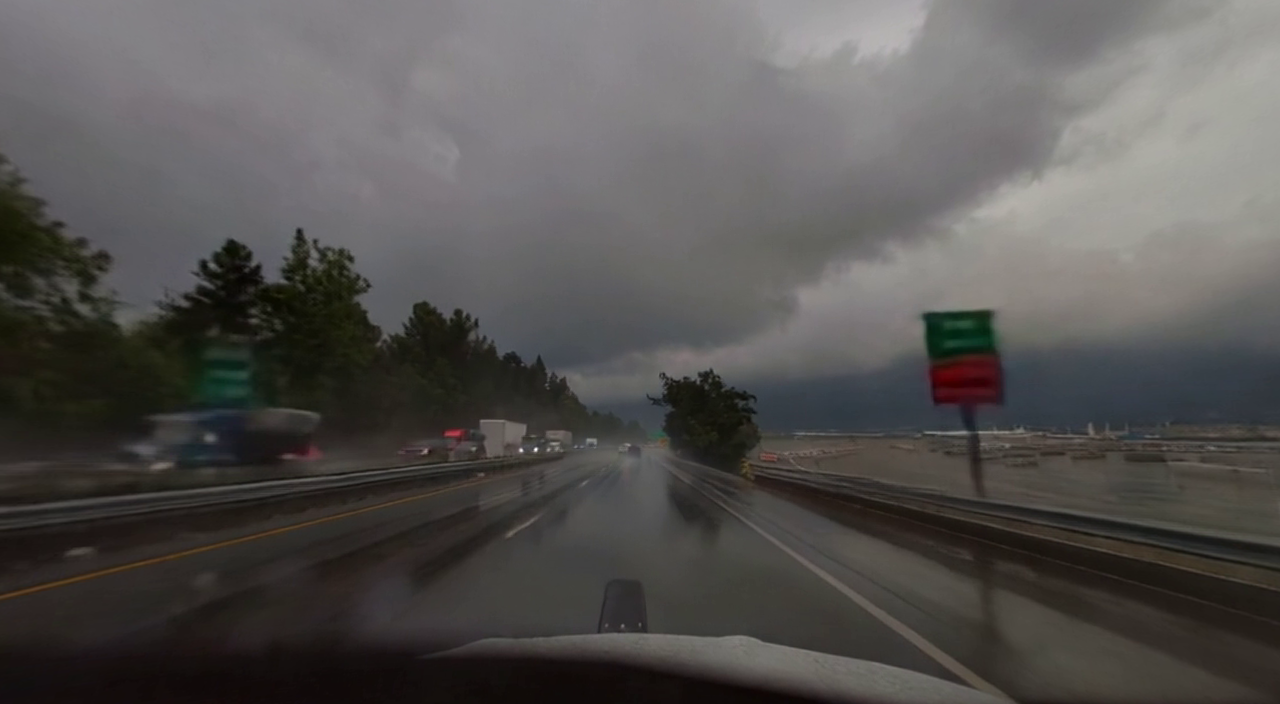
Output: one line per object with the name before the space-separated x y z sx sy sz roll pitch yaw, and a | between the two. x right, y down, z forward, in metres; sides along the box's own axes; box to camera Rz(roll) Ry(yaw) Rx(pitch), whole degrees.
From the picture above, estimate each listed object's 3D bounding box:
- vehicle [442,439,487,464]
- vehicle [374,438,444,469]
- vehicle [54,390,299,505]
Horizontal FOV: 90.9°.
vehicle | -12.395 7.103 44.874 1.966 1.662 4.366 0 -9 0
vehicle | -12.505 5.522 34.470 2.140 1.563 4.347 0 -9 1
vehicle | -12.952 2.790 18.444 2.518 2.799 5.948 0 -9 0
